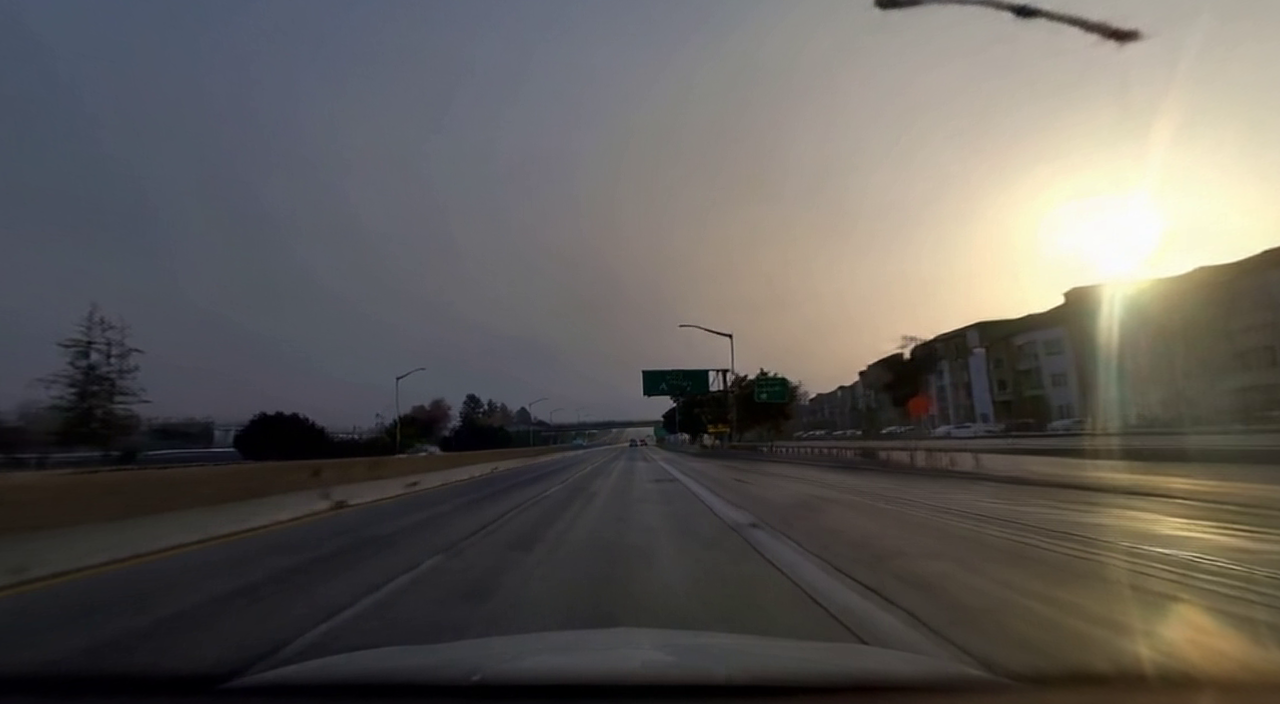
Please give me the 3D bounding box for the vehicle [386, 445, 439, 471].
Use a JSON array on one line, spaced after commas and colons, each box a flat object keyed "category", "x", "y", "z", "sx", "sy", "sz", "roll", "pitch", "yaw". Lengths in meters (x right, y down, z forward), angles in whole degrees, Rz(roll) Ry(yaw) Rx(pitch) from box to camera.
[{"category": "vehicle", "x": -14.948, "y": 6.957, "z": 41.520, "sx": 1.869, "sy": 1.533, "sz": 4.317, "roll": 0, "pitch": -8, "yaw": 0}]
